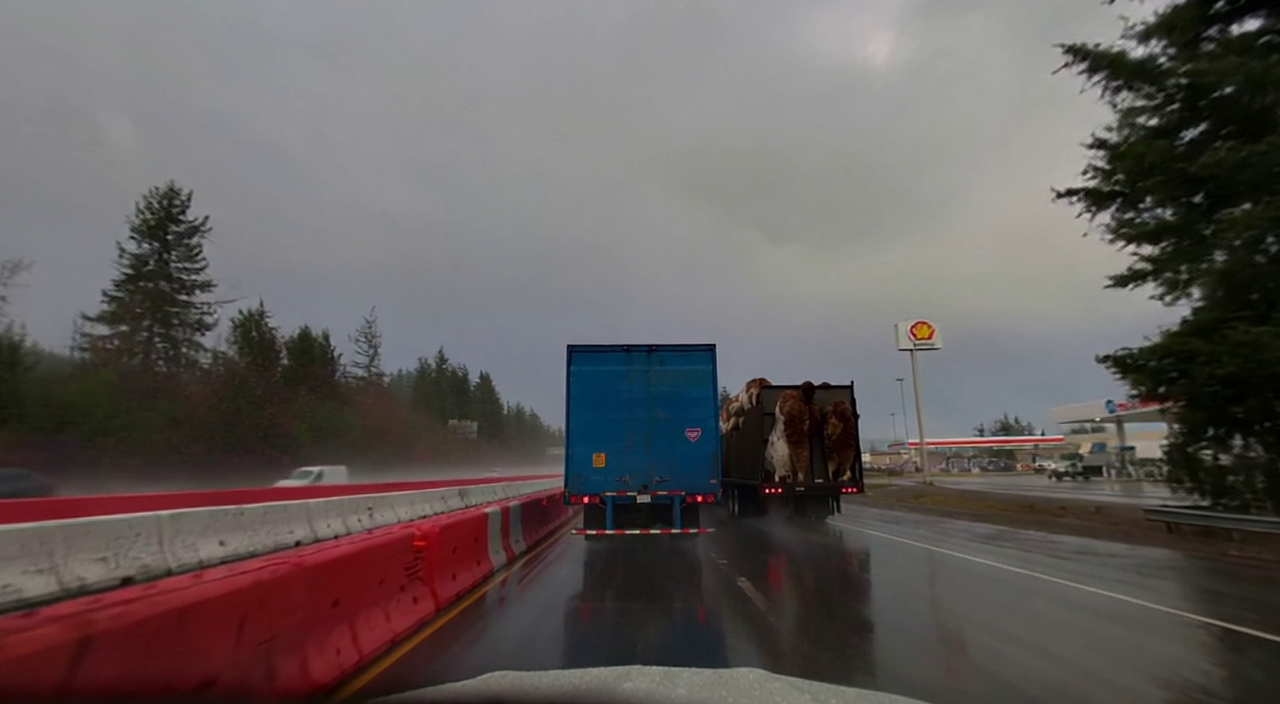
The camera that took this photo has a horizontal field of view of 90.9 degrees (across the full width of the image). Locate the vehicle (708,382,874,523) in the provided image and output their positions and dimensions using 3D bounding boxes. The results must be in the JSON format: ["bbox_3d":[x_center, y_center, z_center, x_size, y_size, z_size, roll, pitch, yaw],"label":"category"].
[{"bbox_3d":[4.433,3.455,21.168,2.936,3.640,9.443,1,-10,-2],"label":"vehicle"}]

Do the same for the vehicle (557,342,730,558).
[{"bbox_3d":[0.042,2.268,14.119,2.618,3.306,8.676,1,-10,0],"label":"vehicle"}]

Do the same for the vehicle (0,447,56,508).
[{"bbox_3d":[-48.229,9.594,48.928,16.489,4.054,2.903,-10,-14,44],"label":"vehicle"}]

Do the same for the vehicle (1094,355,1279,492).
[{"bbox_3d":[20.834,2.343,19.966,2.771,4.075,13.513,1,-11,0],"label":"vehicle"}]

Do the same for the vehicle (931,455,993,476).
[{"bbox_3d":[24.519,8.715,48.177,1.762,1.470,4.485,3,-11,-11],"label":"vehicle"}]
